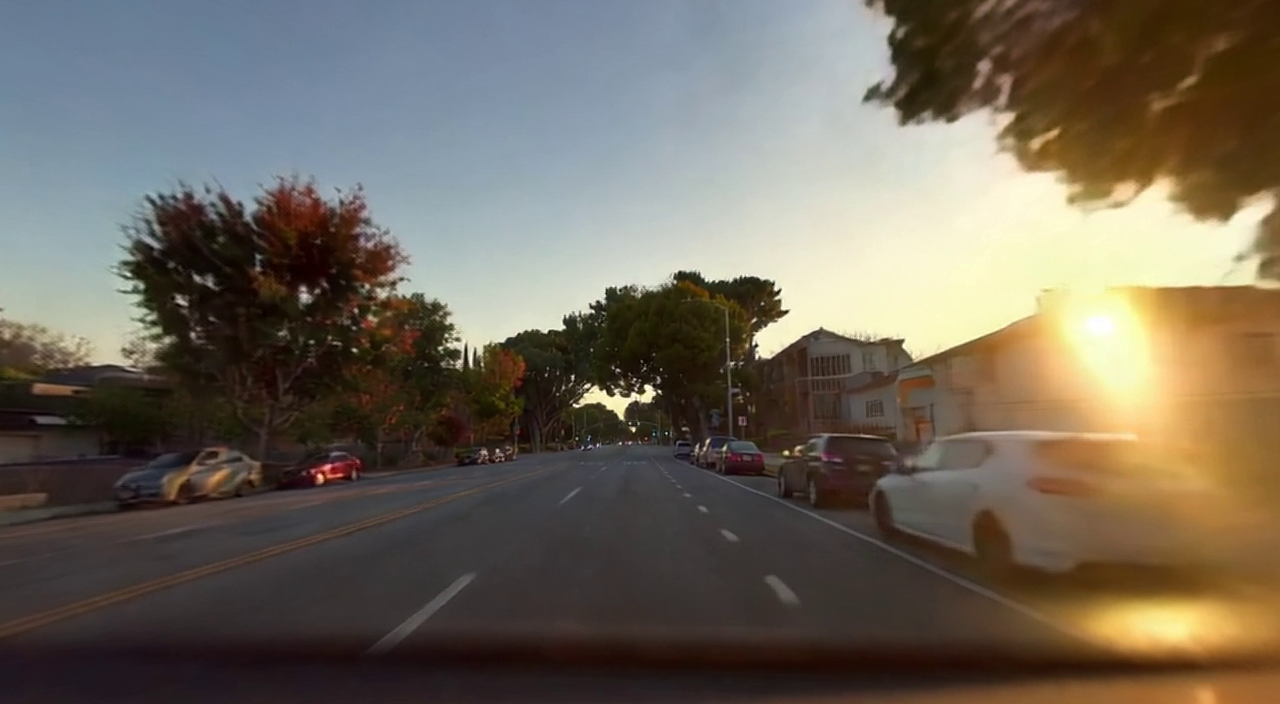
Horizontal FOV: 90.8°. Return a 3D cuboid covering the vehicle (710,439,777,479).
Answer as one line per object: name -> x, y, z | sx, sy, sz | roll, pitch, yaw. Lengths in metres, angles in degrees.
vehicle -> 4.087, 4.260, 25.590 | 1.845, 1.443, 4.531 | 0, -8, -1

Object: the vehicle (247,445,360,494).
vehicle -> -13.861, 4.826, 26.422 | 2.239, 1.645, 4.700 | -2, -7, -1

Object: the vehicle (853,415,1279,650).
vehicle -> 4.156, 1.536, 6.730 | 1.975, 1.531, 5.012 | 0, -8, -1

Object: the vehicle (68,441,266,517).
vehicle -> -13.613, 3.617, 18.728 | 2.220, 1.747, 4.980 | -3, -7, -2
